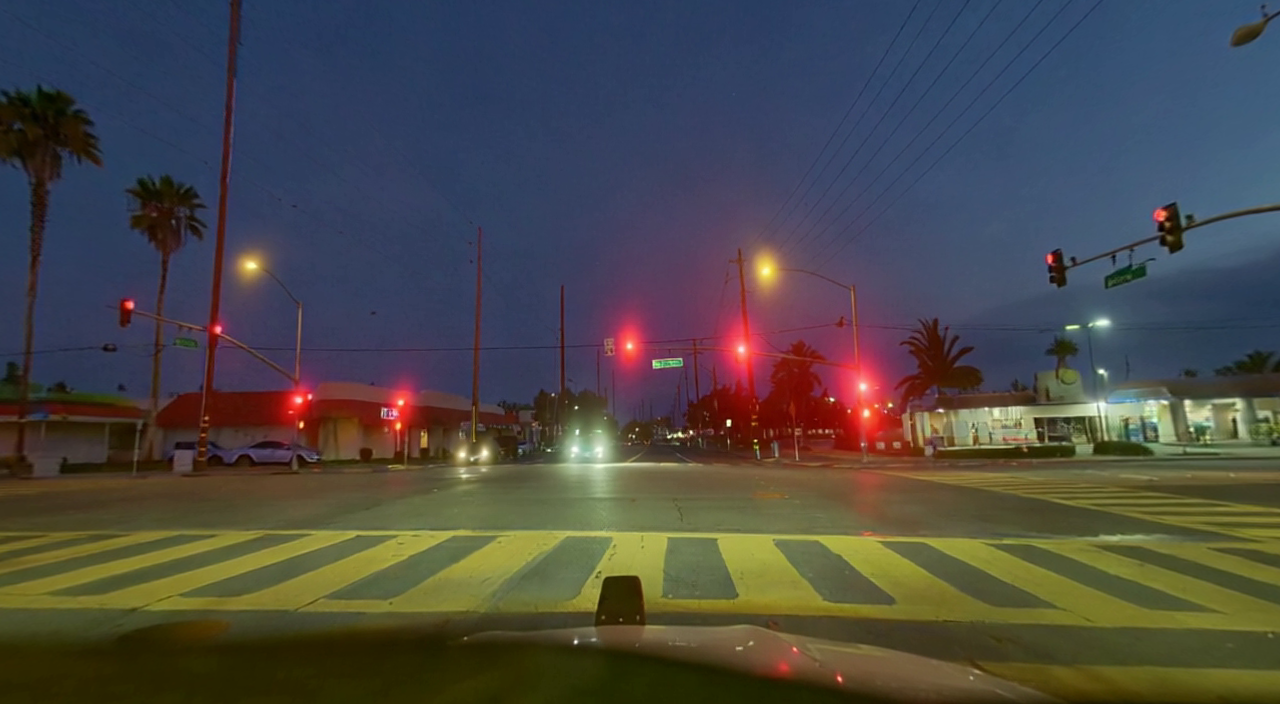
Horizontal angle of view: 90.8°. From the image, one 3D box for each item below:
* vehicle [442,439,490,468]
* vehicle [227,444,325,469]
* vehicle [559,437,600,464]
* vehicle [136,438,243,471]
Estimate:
[{"bbox_3d":[-11.964,6.988,43.726,2.016,1.717,4.287,-2,-7,1],"label":"vehicle"},{"bbox_3d":[-22.303,6.418,38.840,4.849,1.444,1.881,0,-8,1],"label":"vehicle"},{"bbox_3d":[-3.541,5.938,38.115,2.223,1.490,5.094,0,-8,-3],"label":"vehicle"},{"bbox_3d":[-25.913,5.915,36.456,4.613,1.820,2.021,-1,-9,3],"label":"vehicle"}]
